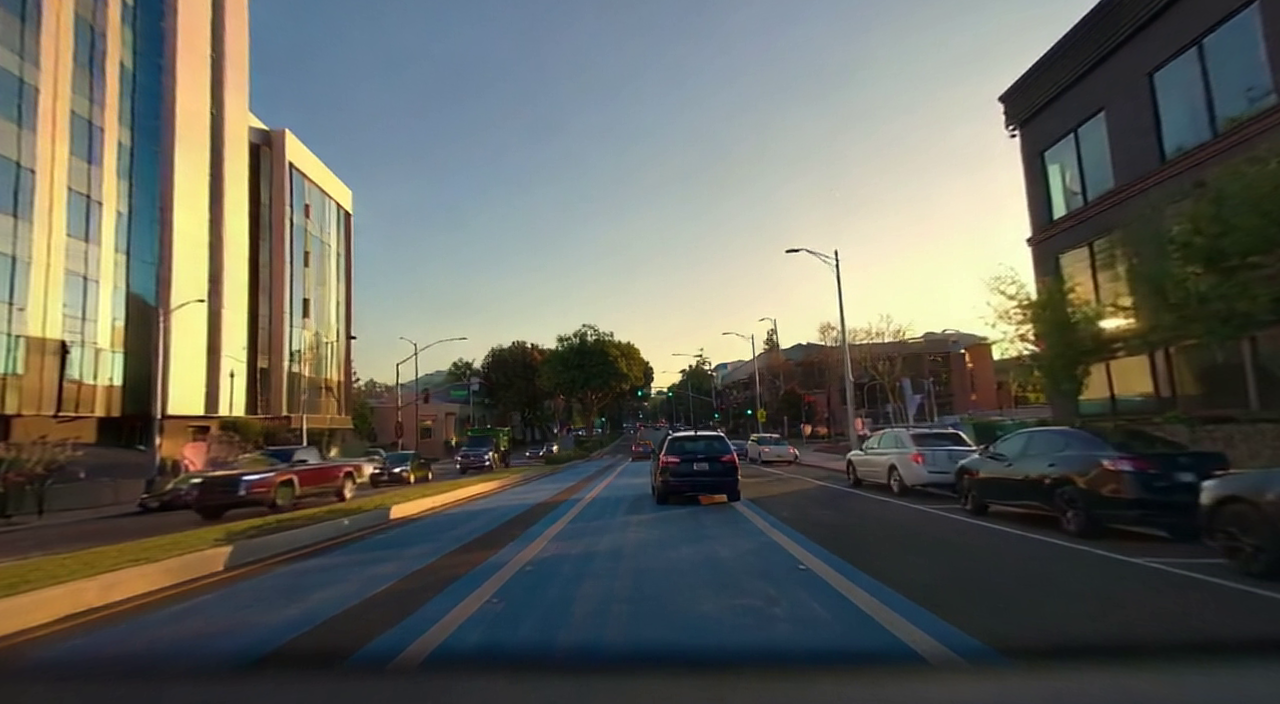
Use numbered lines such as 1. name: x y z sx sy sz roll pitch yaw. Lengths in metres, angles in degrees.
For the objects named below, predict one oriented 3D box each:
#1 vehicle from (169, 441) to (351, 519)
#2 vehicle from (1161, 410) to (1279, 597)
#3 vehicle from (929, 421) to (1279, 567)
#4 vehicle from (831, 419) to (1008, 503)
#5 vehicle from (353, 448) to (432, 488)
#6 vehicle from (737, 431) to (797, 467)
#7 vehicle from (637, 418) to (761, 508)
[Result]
1. vehicle: -10.040 3.371 17.253 2.072 1.806 4.736 0 -8 -1
2. vehicle: 6.628 1.176 4.529 1.927 1.631 4.417 0 -9 0
3. vehicle: 6.476 1.913 9.376 2.106 1.550 5.046 -1 -9 2
4. vehicle: 6.794 2.748 16.258 2.088 1.761 5.697 -1 -9 2
5. vehicle: -11.994 5.620 30.999 2.191 1.763 5.059 0 -9 -4
6. vehicle: 6.929 5.368 34.884 2.205 1.823 5.078 0 -9 0
7. vehicle: 1.174 2.550 14.847 2.283 1.773 4.255 0 -9 -3
